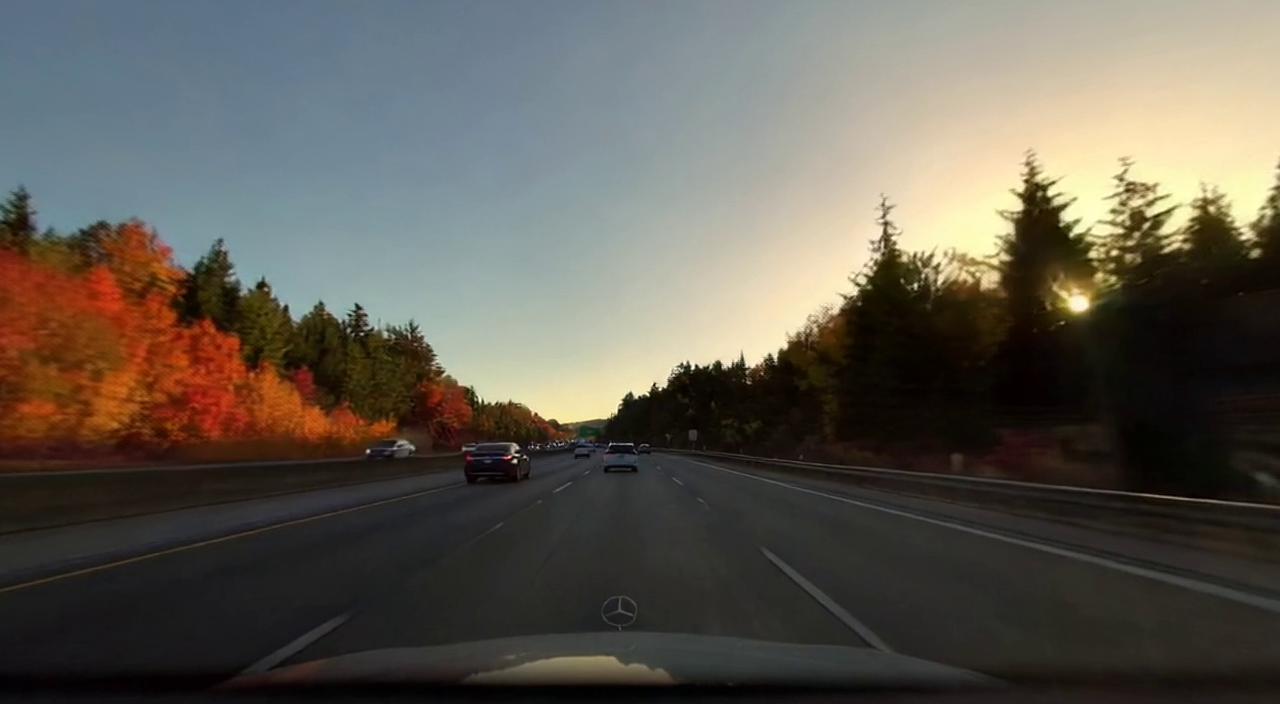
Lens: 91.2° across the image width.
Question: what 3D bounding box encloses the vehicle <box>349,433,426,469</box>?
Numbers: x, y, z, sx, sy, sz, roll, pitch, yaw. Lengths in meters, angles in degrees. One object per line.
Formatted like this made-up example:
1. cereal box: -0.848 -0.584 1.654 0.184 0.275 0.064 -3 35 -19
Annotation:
1. vehicle: -12.669 5.020 31.740 2.032 1.672 4.515 -1 -9 0

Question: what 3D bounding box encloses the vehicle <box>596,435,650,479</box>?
1. vehicle: -0.700 4.395 26.385 2.115 1.661 4.049 0 -9 -1

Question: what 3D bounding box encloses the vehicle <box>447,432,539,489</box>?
1. vehicle: -4.814 3.642 21.285 1.974 1.688 4.727 -1 -9 0
